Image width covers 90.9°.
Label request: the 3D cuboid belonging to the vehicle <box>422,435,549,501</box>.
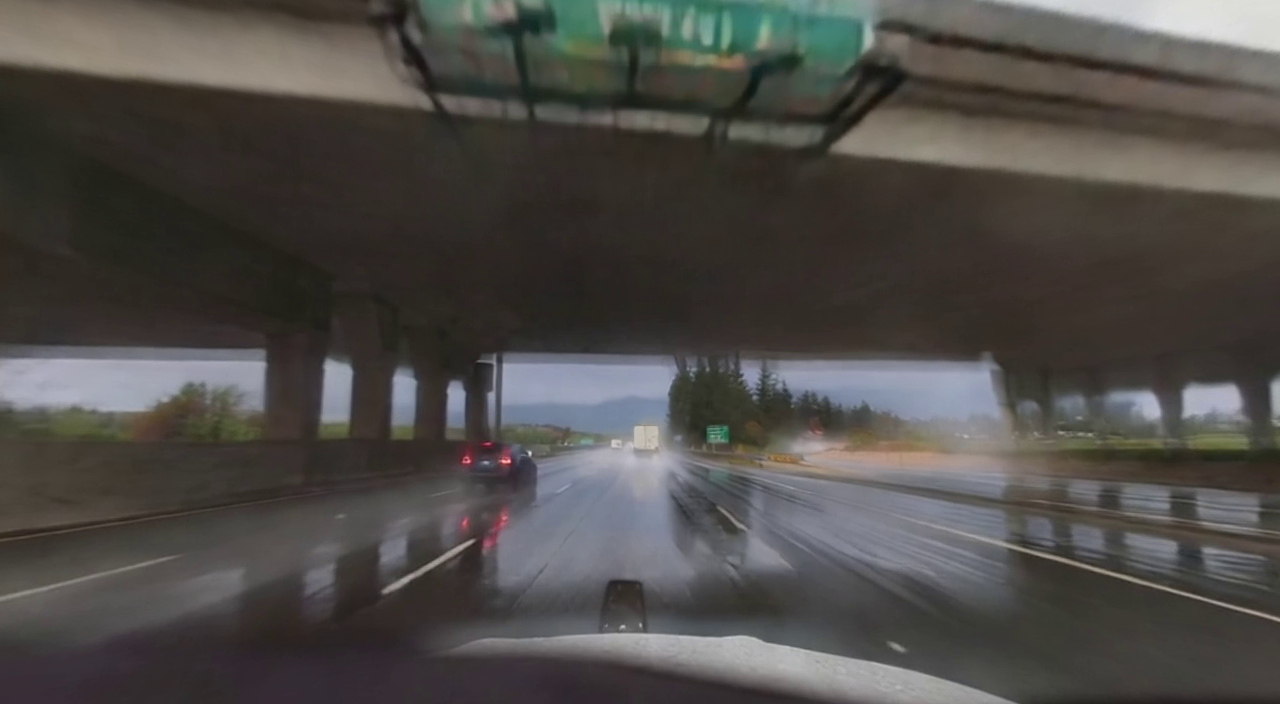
[{"bbox_3d":[-4.141,3.222,17.941,2.235,1.593,5.077,0,-9,1],"label":"vehicle"}]
